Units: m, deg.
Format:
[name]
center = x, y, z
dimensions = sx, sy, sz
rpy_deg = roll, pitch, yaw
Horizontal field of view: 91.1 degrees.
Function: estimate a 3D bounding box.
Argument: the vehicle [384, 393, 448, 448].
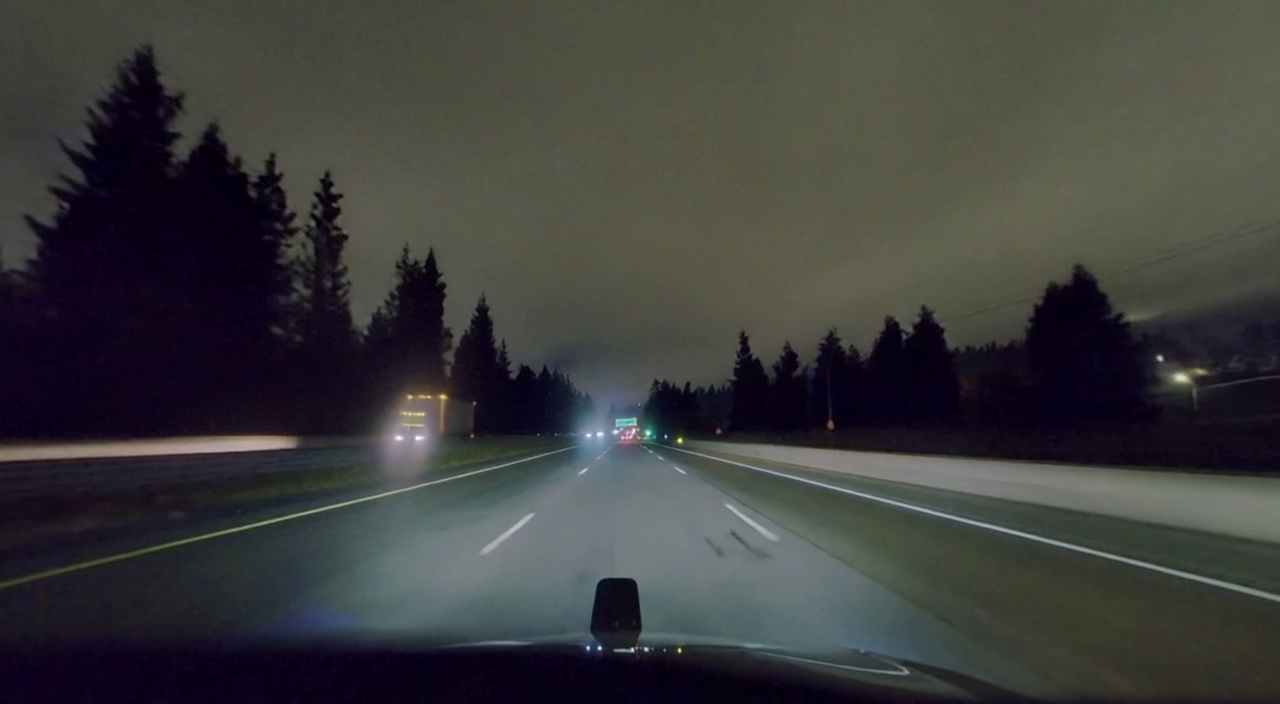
[vehicle]
center = -17.215, 5.379, 48.774
dimensions = 2.945, 3.994, 5.608
rpy_deg = 1, -7, -2
